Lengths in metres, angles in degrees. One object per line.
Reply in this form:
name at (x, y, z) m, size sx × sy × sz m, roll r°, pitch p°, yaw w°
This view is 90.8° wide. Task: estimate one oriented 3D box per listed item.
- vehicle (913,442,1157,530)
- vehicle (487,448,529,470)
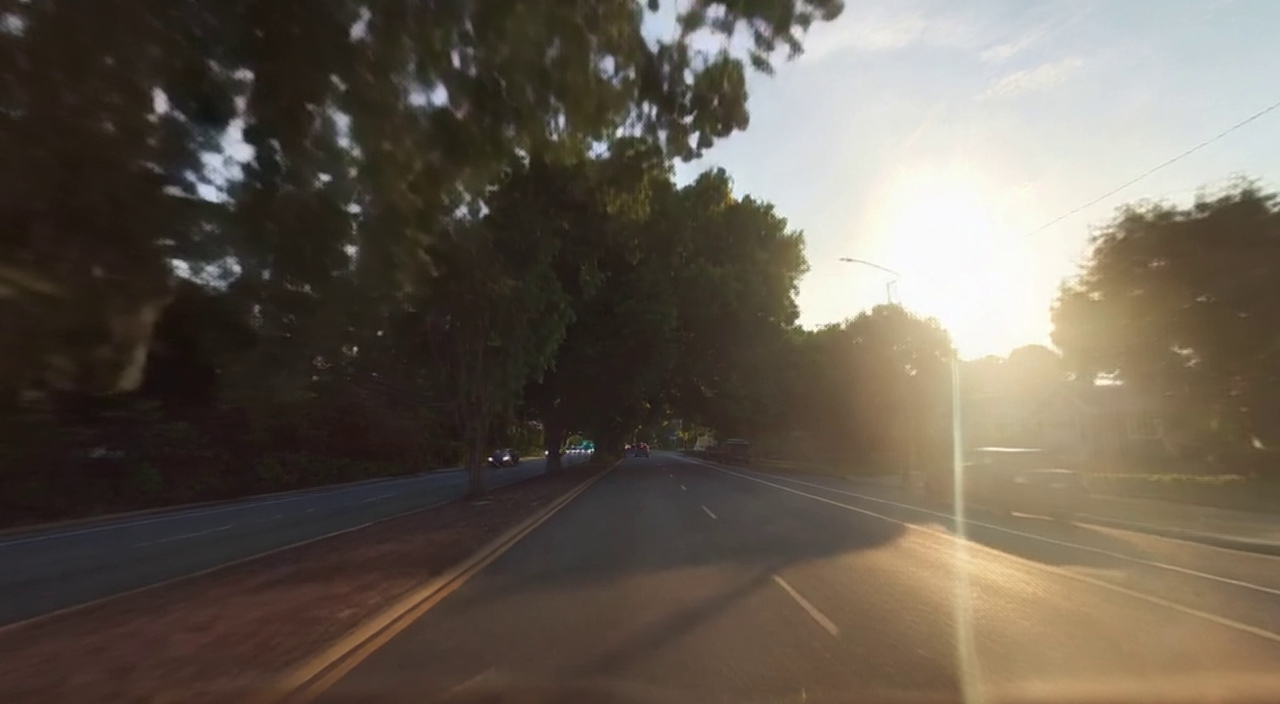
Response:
vehicle at (7.609, 2.585, 12.913) m, size 1.967 × 1.449 × 4.645 m, roll 0°, pitch -8°, yaw 0°
vehicle at (-9.662, 7.886, 46.631) m, size 2.061 × 1.490 × 4.637 m, roll 0°, pitch -8°, yaw 1°
